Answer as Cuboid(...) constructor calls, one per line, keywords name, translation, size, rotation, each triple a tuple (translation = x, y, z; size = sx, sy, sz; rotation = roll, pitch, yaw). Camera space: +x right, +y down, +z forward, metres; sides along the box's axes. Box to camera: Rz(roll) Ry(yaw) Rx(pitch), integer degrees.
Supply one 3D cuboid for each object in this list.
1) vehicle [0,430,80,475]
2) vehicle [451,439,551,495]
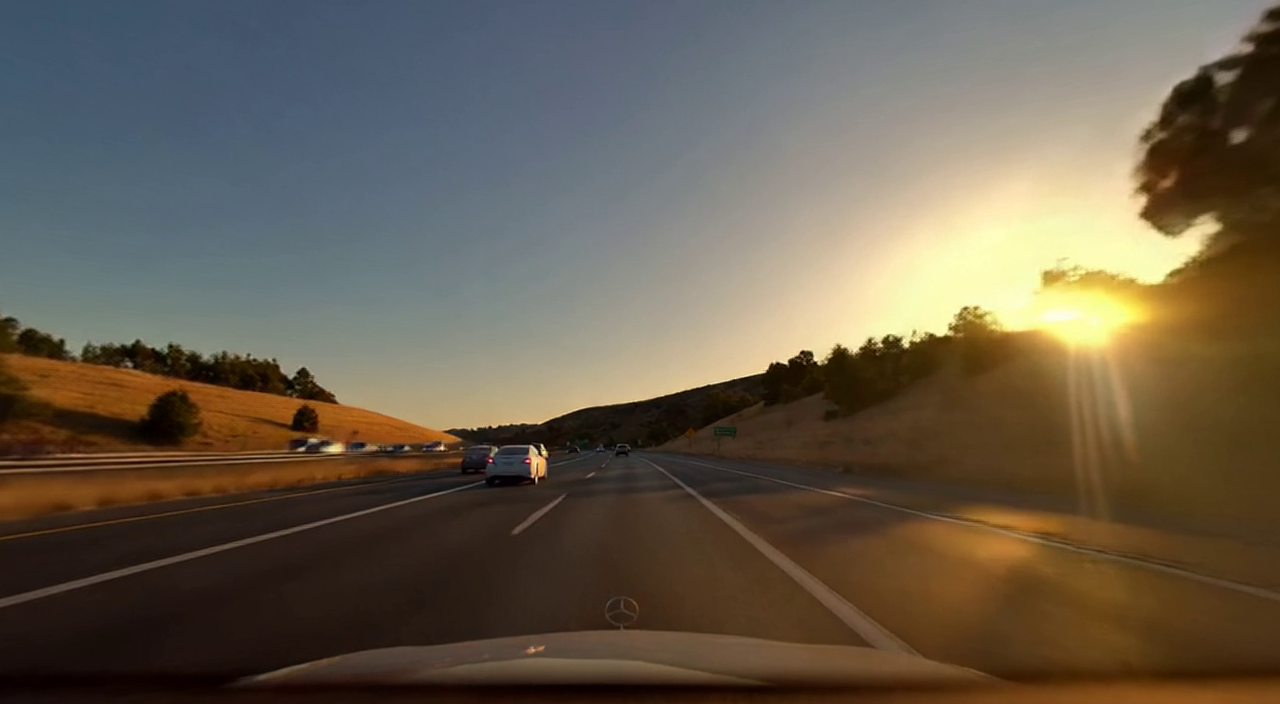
Cuboid(name="vehicle", translation=(-24.990, 3.951, 24.751), size=(1.902, 1.663, 4.507), rotation=(0, -9, -1))
Cuboid(name="vehicle", translation=(-4.133, 3.514, 19.624), size=(2.073, 1.516, 4.478), rotation=(0, -9, 0))
